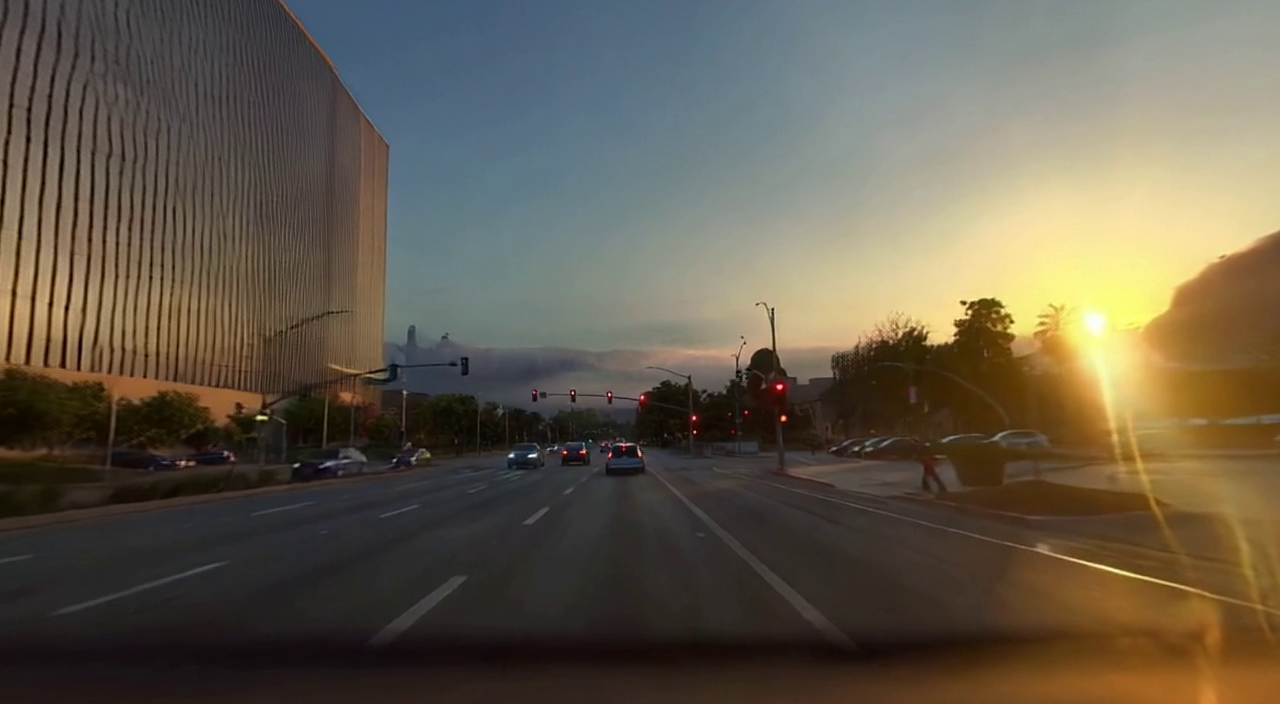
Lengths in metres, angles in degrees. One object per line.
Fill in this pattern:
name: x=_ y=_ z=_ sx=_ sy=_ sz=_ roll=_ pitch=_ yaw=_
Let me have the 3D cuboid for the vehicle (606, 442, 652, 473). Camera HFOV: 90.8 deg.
vehicle: x=-0.554 y=5.057 z=30.546 sx=2.050 sy=1.385 sz=4.096 roll=0 pitch=-8 yaw=-2

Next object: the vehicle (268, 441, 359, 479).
vehicle: x=-15.208 y=5.035 z=29.720 sx=1.890 sy=1.638 sz=4.462 roll=0 pitch=-8 yaw=0

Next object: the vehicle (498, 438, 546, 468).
vehicle: x=-6.777 y=5.860 z=36.823 sx=1.937 sy=1.659 sz=4.259 roll=0 pitch=-8 yaw=0

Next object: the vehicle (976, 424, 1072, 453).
vehicle: x=28.730 y=6.500 z=47.437 sx=5.696 sy=1.795 sz=1.856 roll=-5 pitch=-6 yaw=14

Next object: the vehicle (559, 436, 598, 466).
vehicle: x=-3.847 y=6.304 z=40.303 sx=2.001 sy=1.784 sz=4.483 roll=0 pitch=-8 yaw=0

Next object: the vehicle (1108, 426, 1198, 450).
vehicle: x=37.058 y=6.217 z=45.755 sx=4.557 sy=1.493 sz=1.919 roll=-5 pitch=-6 yaw=16
